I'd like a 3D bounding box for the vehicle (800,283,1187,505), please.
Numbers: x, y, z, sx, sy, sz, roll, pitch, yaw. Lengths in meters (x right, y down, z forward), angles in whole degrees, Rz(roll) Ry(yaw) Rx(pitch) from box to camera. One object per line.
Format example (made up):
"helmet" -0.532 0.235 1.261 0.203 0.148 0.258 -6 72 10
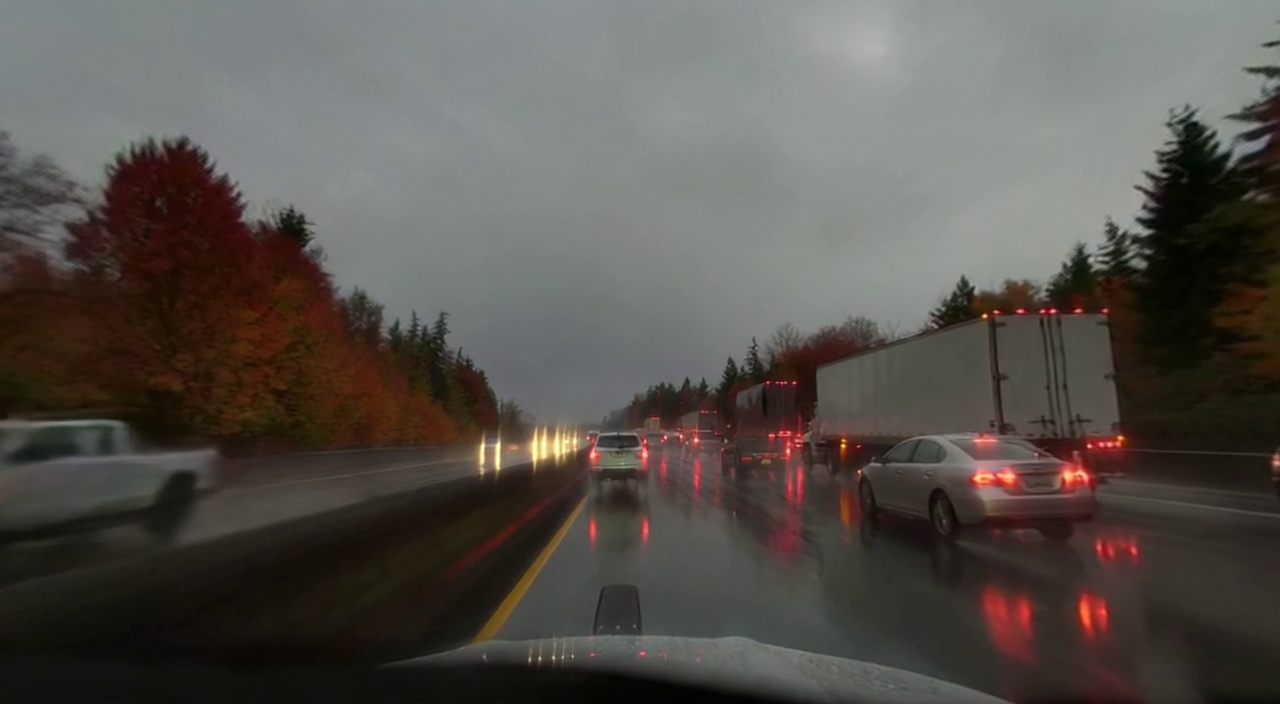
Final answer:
"vehicle" 8.272 1.681 18.641 2.908 4.099 14.103 0 -8 -2

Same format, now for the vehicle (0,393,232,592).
"vehicle" -7.752 1.608 7.642 2.203 2.043 5.050 0 -8 -1

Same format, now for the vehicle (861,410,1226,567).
"vehicle" 4.689 1.611 8.251 2.040 1.523 4.068 0 -8 -1

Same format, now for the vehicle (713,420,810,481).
"vehicle" 3.665 3.063 19.779 2.147 1.707 3.963 0 -8 -2

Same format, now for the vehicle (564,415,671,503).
"vehicle" -0.465 2.400 14.563 2.087 1.709 4.455 0 -8 -1
